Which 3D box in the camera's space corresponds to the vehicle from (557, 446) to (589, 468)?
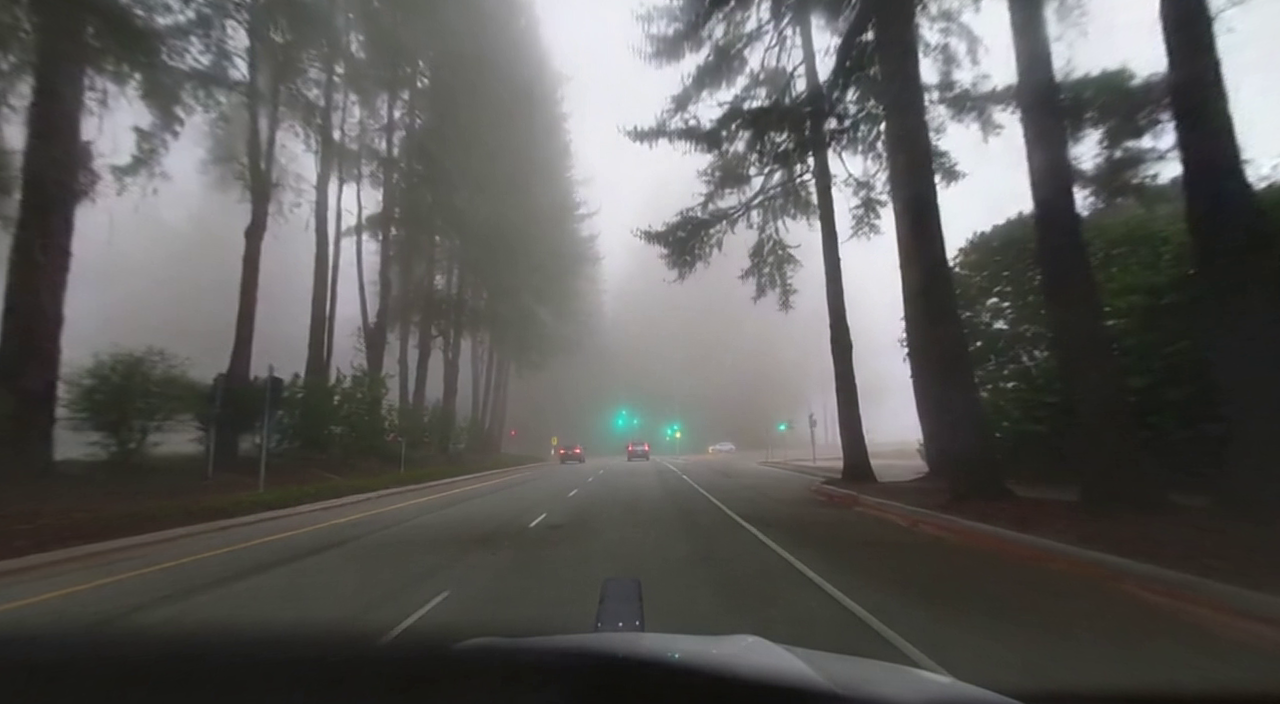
[{"bbox_3d":[-4.482,7.064,42.603,1.674,1.408,4.141,0,-8,1],"label":"vehicle"}]
